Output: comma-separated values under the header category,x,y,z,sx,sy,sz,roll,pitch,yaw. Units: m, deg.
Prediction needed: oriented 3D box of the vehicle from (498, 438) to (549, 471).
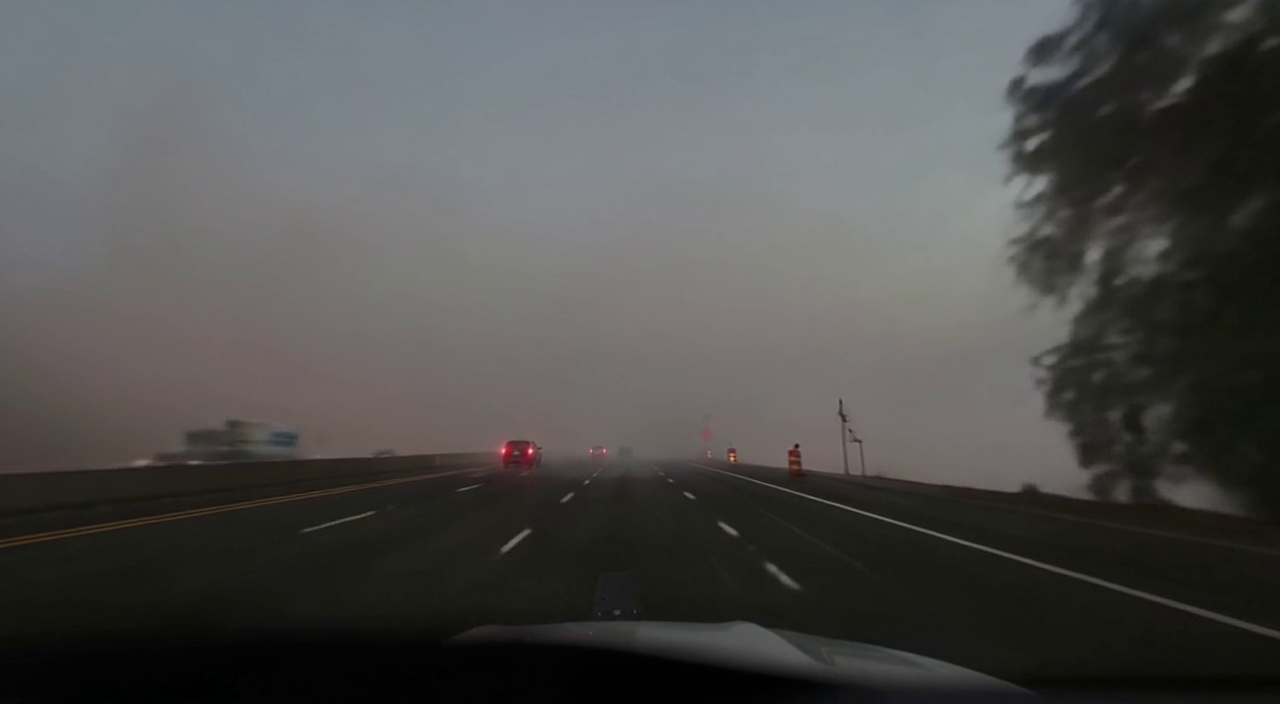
category,x,y,z,sx,sy,sz,roll,pitch,yaw
vehicle,-6.586,5.831,36.162,2.036,1.758,4.529,0,-9,0

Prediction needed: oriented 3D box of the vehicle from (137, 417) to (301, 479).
category,x,y,z,sx,sy,sz,roll,pitch,yaw
vehicle,-24.045,5.629,37.085,2.856,3.156,9.811,0,-9,0
